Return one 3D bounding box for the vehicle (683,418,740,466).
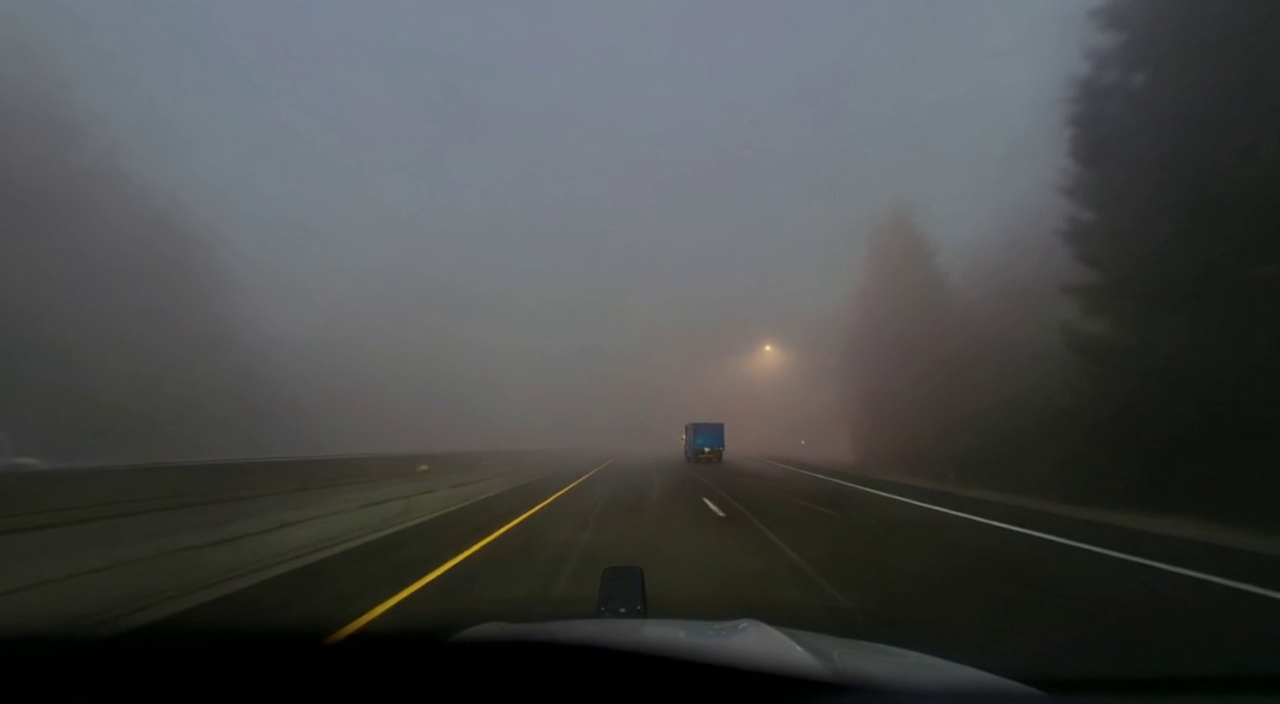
[{"bbox_3d":[4.009,5.249,36.793,2.430,2.495,6.062,1,-8,-2],"label":"vehicle"}]
